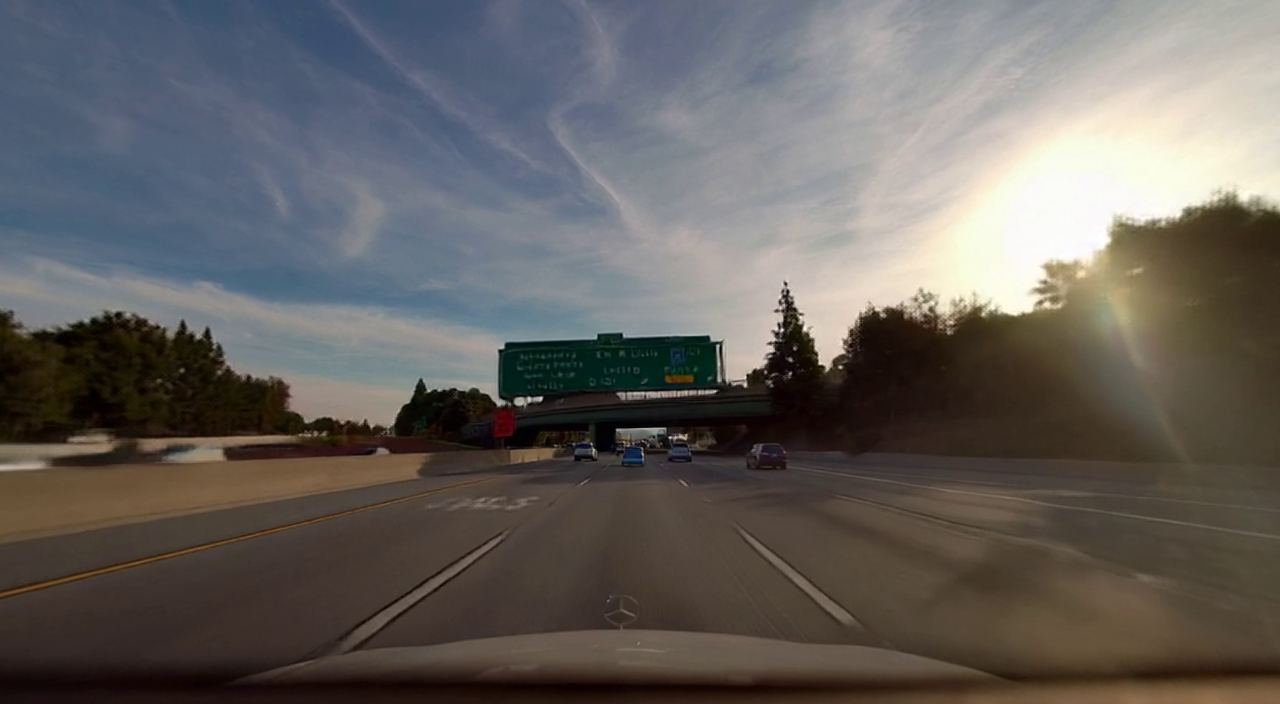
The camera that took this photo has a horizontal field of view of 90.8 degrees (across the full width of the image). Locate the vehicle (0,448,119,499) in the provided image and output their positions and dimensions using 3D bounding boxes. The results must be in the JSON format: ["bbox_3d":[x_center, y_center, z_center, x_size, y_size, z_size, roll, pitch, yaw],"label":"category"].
[{"bbox_3d":[-24.856,4.858,25.706,2.169,1.903,5.953,0,-9,0],"label":"vehicle"}]

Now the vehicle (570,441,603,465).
[{"bbox_3d":[-4.116,7.848,49.025,2.113,1.756,4.471,0,-9,0],"label":"vehicle"}]

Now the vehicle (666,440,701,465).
[{"bbox_3d":[3.274,7.759,48.769,2.177,1.831,4.766,0,-9,-2],"label":"vehicle"}]

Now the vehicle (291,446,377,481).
[{"bbox_3d":[-14.418,5.237,30.071,1.860,1.515,4.407,0,-9,0],"label":"vehicle"}]

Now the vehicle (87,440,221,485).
[{"bbox_3d":[-24.936,5.660,32.814,2.315,2.102,5.833,0,-9,0],"label":"vehicle"}]

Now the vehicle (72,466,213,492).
[{"bbox_3d":[-24.962,6.397,32.066,2.739,0.977,5.545,0,-9,0],"label":"vehicle"}]

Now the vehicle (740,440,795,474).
[{"bbox_3d":[6.534,5.426,32.739,1.936,1.625,3.991,0,-9,-1],"label":"vehicle"}]

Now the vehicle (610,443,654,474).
[{"bbox_3d":[-0.389,5.457,32.528,2.075,1.486,4.007,0,-9,0],"label":"vehicle"}]
